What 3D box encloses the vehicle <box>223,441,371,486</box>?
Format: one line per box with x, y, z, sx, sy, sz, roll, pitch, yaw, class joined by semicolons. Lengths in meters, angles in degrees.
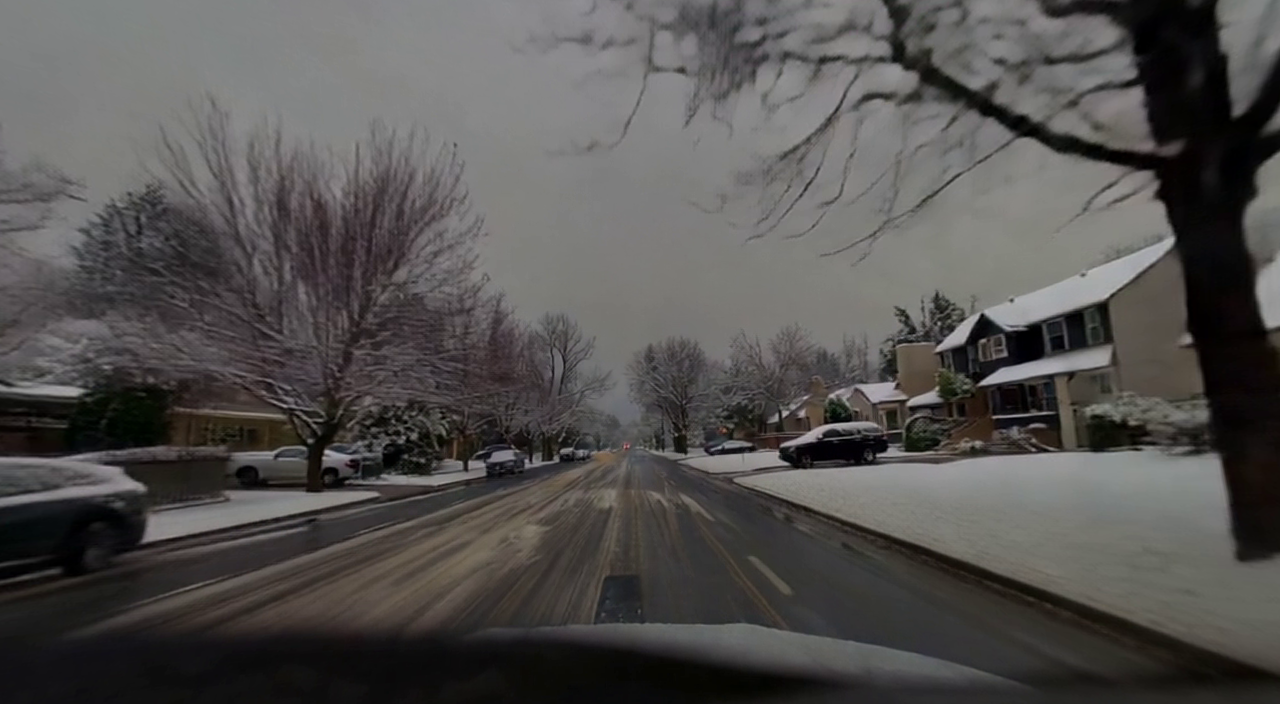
-14.339;4.674;26.667;4.995;1.760;1.988;0;-8;-2;vehicle

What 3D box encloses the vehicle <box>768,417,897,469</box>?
8.885;4.253;29.516;5.221;1.958;1.992;-4;-8;0;vehicle

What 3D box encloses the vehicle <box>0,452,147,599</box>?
-7.586;1.824;6.230;1.919;1.492;4.547;-5;-9;-1;vehicle

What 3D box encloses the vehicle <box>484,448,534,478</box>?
-7.748;6.593;37.767;1.973;1.500;4.781;-5;-9;-2;vehicle
